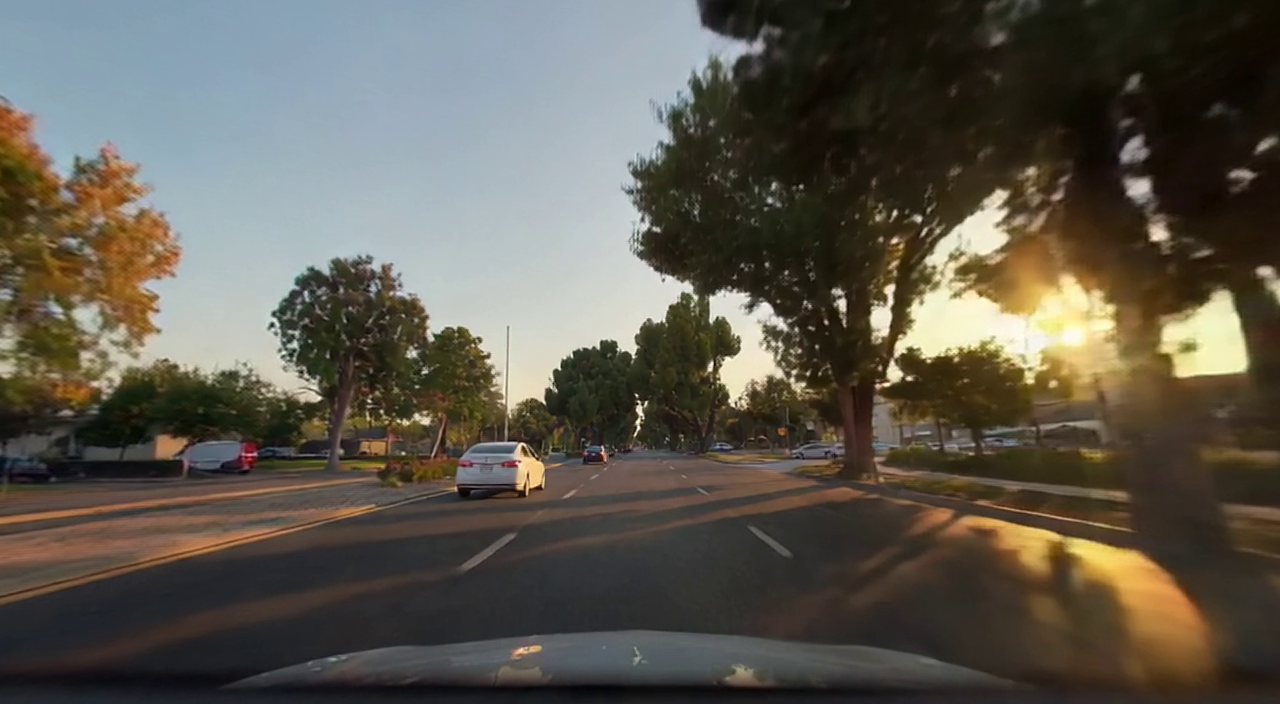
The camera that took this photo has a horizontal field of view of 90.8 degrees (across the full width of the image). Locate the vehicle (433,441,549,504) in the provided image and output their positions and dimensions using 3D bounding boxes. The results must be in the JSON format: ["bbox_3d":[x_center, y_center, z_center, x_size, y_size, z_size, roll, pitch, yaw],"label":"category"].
[{"bbox_3d":[-3.786,3.132,16.976,2.003,1.454,4.484,0,-8,0],"label":"vehicle"}]
